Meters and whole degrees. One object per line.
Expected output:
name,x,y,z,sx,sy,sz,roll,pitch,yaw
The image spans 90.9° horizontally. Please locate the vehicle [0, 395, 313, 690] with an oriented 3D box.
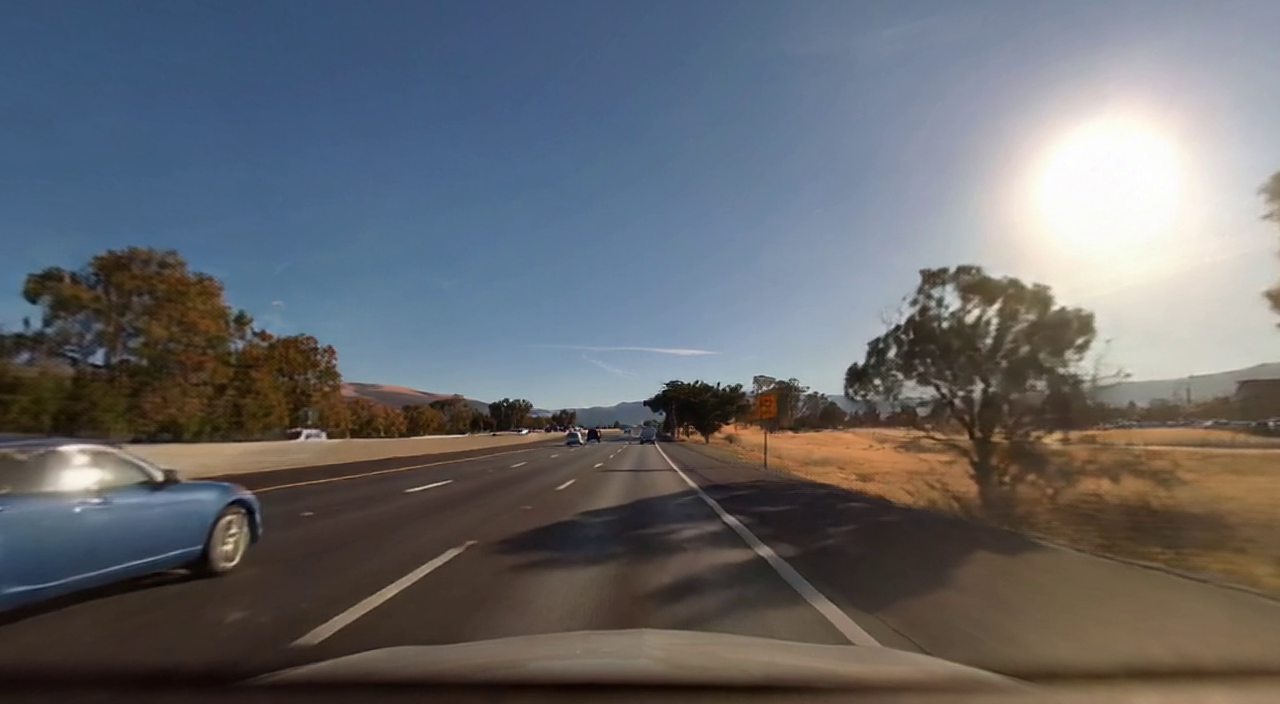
vehicle,-4.445,1.125,4.084,2.071,1.556,4.729,0,-8,1
